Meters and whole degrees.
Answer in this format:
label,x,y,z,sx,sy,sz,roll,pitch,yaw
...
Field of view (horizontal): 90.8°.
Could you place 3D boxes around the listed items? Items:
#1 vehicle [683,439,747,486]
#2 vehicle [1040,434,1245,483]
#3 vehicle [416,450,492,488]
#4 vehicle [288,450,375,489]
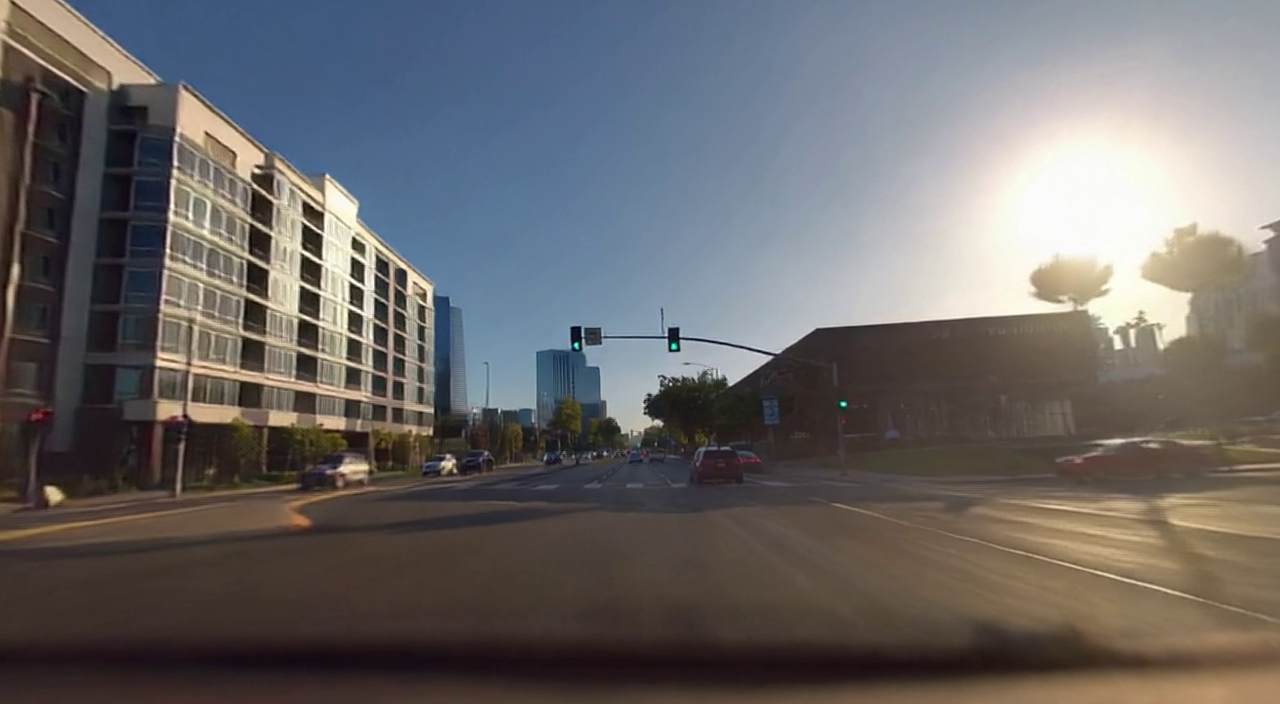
label,x,y,z,sx,sy,sz,roll,pitch,yaw
vehicle,3.074,4.661,26.872,2.069,1.761,4.610,0,-9,-1
vehicle,16.468,3.526,20.983,4.839,1.490,2.134,-1,-9,5
vehicle,-7.996,5.051,27.579,1.963,1.472,4.584,-1,-9,-1
vehicle,-15.440,5.867,31.911,2.021,1.786,4.624,-1,-9,0
